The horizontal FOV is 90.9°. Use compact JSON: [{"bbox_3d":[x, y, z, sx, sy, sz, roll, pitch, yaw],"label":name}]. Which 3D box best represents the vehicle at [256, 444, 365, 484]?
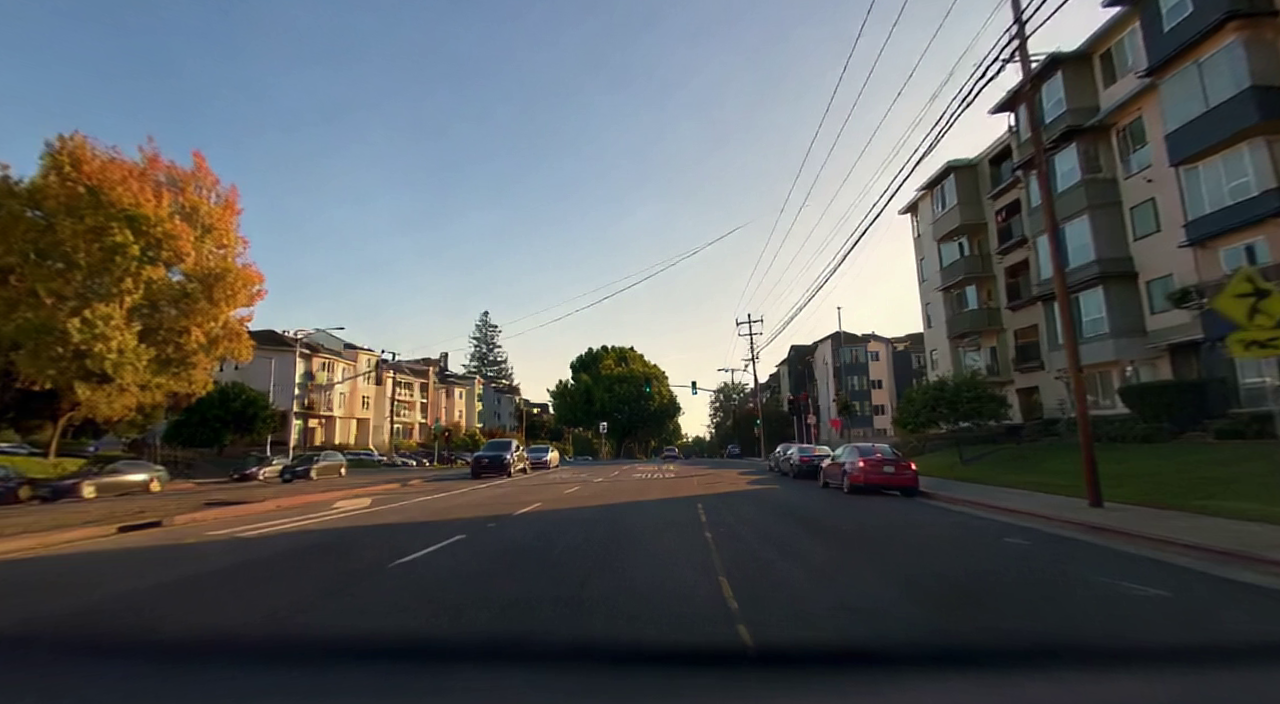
[{"bbox_3d":[-15.417,5.224,29.890,2.284,1.738,4.773,-1,-8,4],"label":"vehicle"}]

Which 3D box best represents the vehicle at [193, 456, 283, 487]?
[{"bbox_3d":[-22.170,6.591,35.012,1.846,1.489,4.409,-1,-8,4],"label":"vehicle"}]

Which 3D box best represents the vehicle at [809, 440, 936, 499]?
[{"bbox_3d":[6.521,3.316,18.339,2.121,1.459,4.591,0,-8,2],"label":"vehicle"}]

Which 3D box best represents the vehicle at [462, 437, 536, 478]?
[{"bbox_3d":[-6.612,5.002,30.186,2.074,1.794,4.832,-1,-8,5],"label":"vehicle"}]

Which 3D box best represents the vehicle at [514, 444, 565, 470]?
[{"bbox_3d":[-5.865,6.158,37.281,1.953,1.471,4.744,-1,-8,4],"label":"vehicle"}]

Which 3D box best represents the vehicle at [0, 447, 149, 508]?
[{"bbox_3d":[-19.338,4.104,21.185,1.879,1.751,4.454,-1,-8,4],"label":"vehicle"}]
